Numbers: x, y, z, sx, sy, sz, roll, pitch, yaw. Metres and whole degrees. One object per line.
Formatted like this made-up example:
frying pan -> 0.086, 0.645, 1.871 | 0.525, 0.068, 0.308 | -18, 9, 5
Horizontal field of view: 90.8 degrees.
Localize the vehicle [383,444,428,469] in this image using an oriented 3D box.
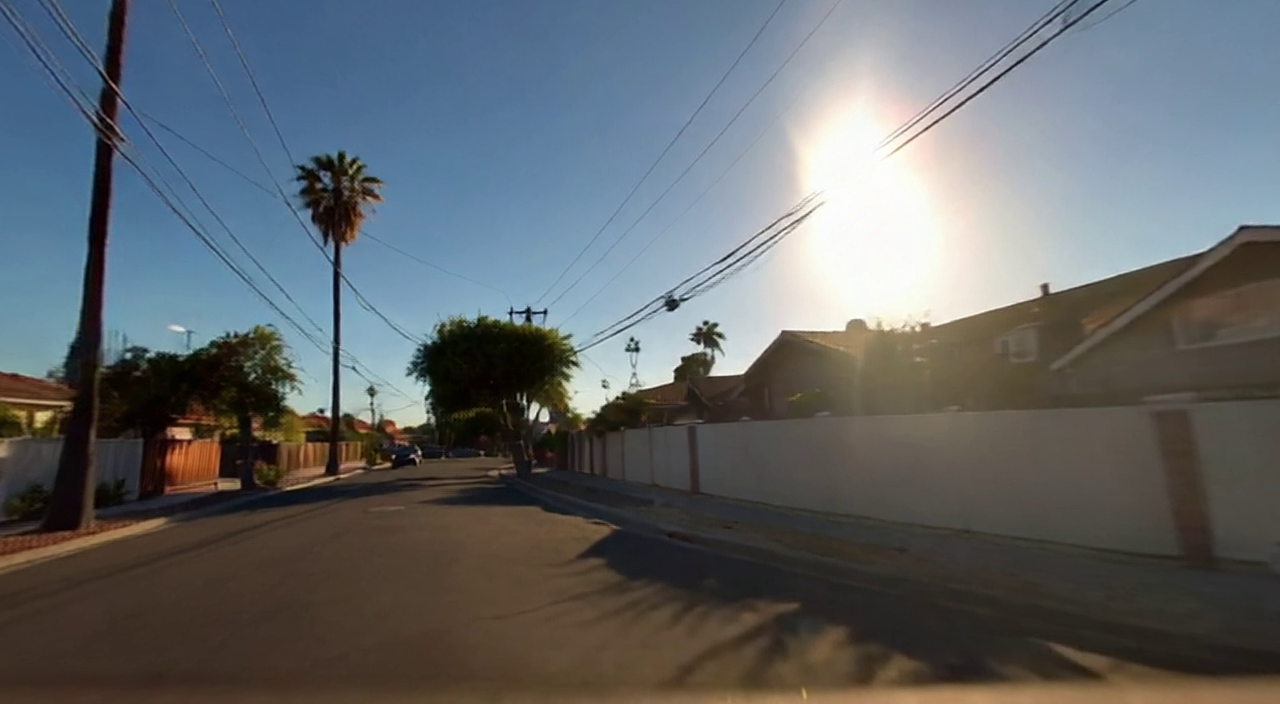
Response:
vehicle -> -17.498, 7.823, 47.361 | 2.208, 1.758, 4.529 | 1, -8, -8
